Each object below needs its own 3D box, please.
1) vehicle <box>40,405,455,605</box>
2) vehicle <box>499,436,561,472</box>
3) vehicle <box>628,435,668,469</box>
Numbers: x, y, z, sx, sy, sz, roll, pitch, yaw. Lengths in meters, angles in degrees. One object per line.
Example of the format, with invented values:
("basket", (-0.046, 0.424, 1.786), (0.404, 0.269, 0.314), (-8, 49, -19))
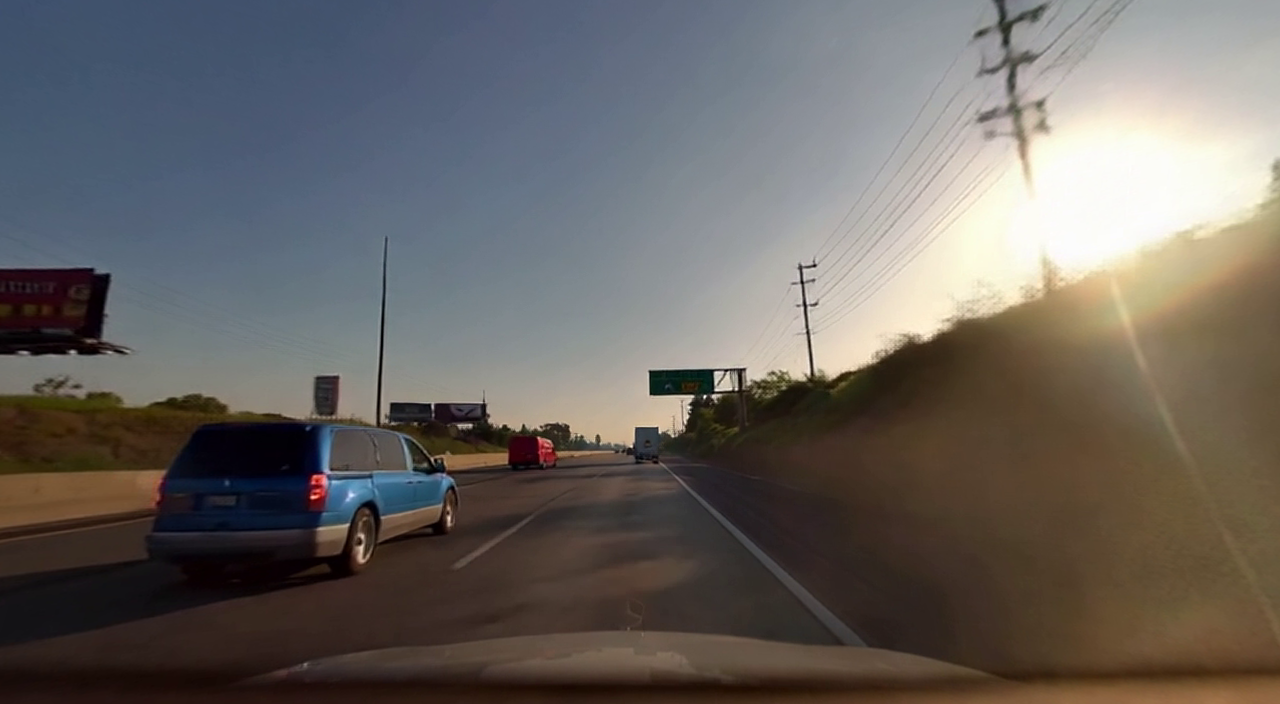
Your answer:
("vehicle", (-4.149, 1.696, 7.929), (2.145, 1.730, 4.729), (0, -9, 0))
("vehicle", (-6.884, 6.511, 40.263), (2.695, 2.084, 6.836), (0, -9, 1))
("vehicle", (0.574, 7.239, 45.623), (2.692, 2.279, 5.695), (0, -9, 0))
